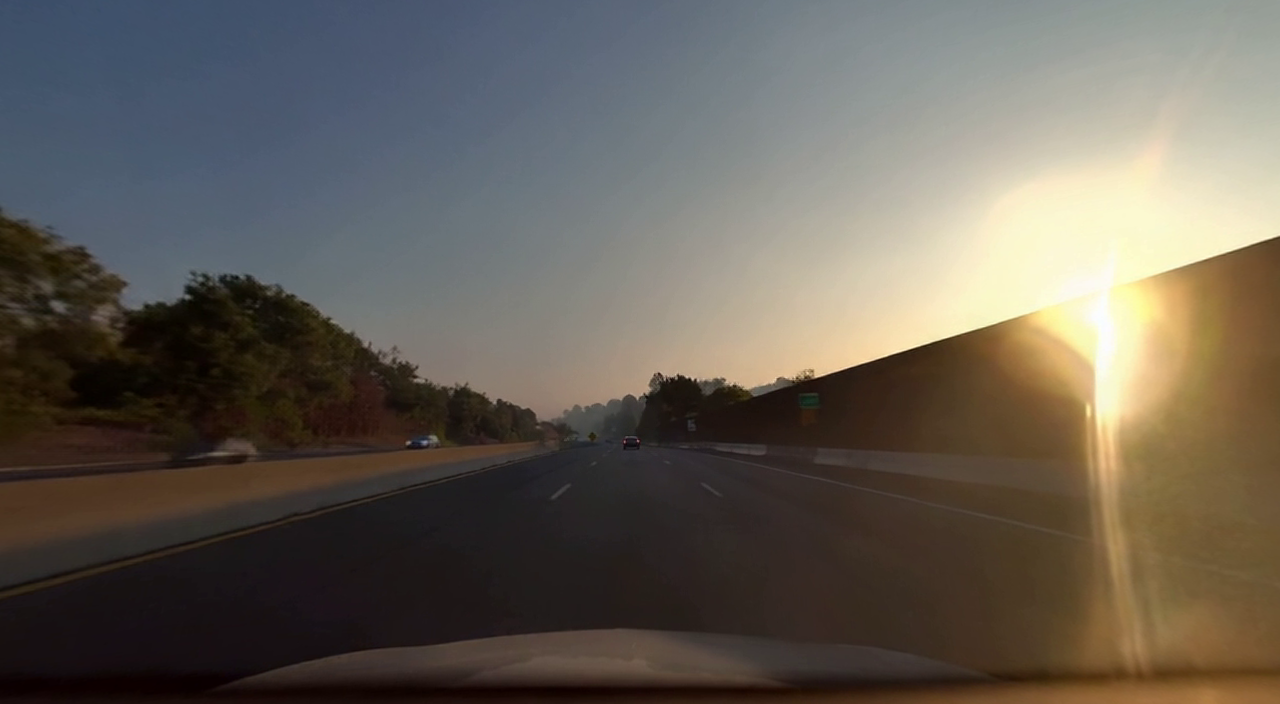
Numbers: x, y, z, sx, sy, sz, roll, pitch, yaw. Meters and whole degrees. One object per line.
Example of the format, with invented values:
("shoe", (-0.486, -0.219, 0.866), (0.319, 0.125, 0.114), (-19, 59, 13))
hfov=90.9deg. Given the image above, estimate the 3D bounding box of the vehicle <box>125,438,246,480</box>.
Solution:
("vehicle", (-17.105, 4.002, 23.968), (1.832, 1.438, 3.798), (0, -8, -2))
